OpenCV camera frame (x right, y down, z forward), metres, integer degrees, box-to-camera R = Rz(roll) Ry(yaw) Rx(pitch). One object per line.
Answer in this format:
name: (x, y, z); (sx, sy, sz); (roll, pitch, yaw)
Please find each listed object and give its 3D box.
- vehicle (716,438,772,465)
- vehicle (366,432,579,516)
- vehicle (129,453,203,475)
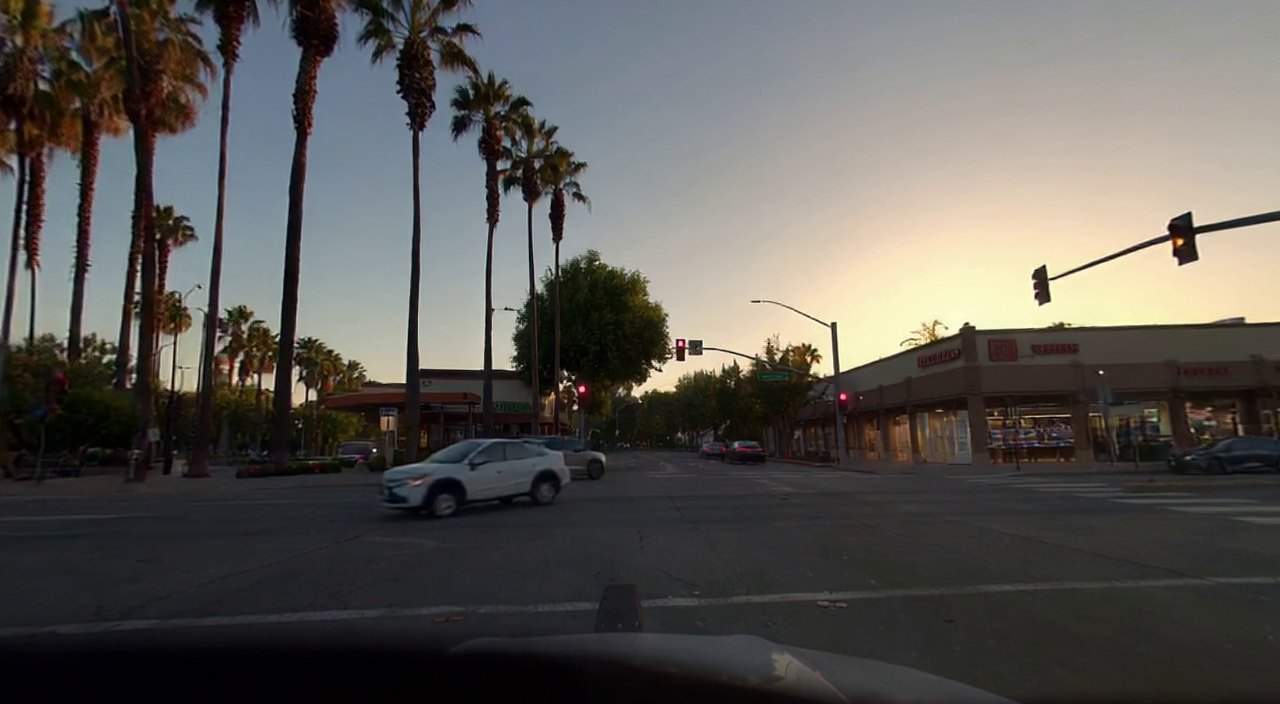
vehicle: (6.401, 6.162, 39.190); (1.890, 1.572, 3.826); (3, -9, -16)
vehicle: (-3.466, 2.540, 13.580); (1.828, 1.512, 4.035); (-8, -12, 44)
vehicle: (-37.226, 8.810, 49.612); (2.160, 1.565, 4.868); (0, -8, -1)
